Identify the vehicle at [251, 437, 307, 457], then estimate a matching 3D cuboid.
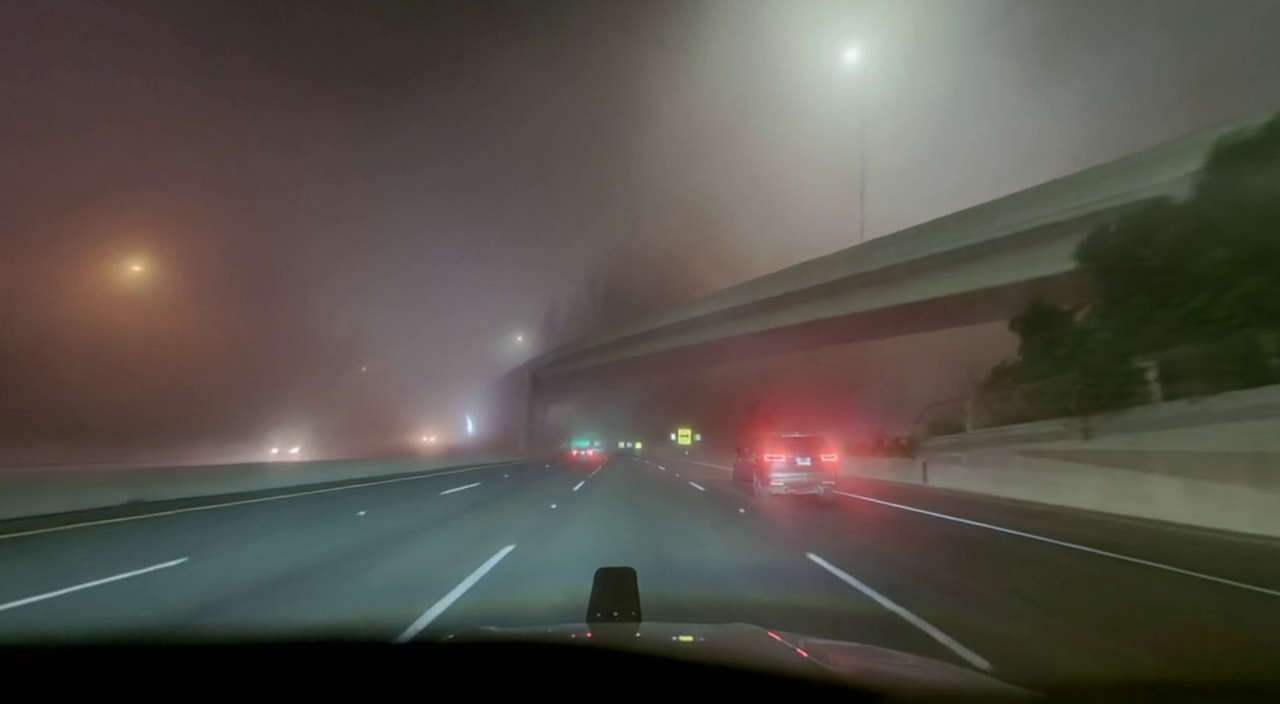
[{"bbox_3d":[-28.218,7.421,49.546,1.964,1.491,4.723,1,-8,-6],"label":"vehicle"}]
